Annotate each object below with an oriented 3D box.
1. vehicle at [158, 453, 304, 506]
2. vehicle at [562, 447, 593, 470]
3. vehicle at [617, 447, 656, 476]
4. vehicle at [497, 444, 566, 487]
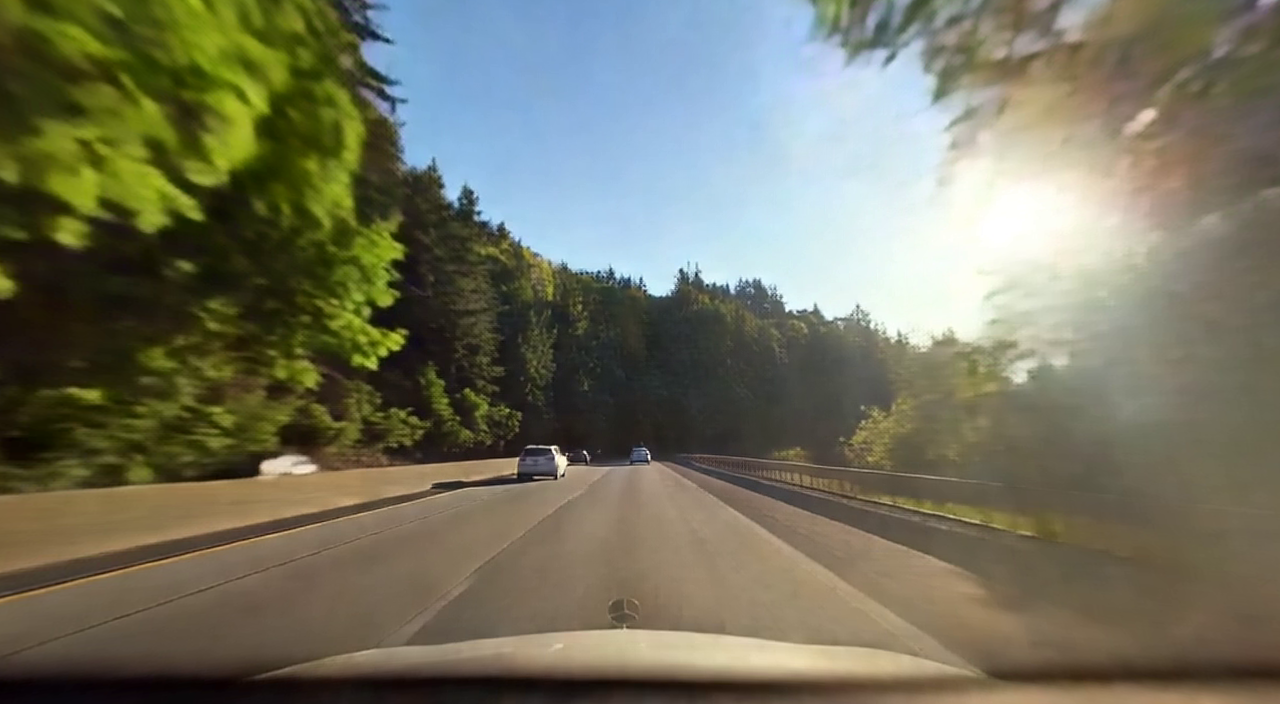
[{"bbox_3d":[-12.544,3.905,19.703,1.854,1.428,4.065,0,-9,0],"label":"vehicle"},{"bbox_3d":[-4.527,7.778,46.259,1.834,1.615,3.624,0,-9,1],"label":"vehicle"},{"bbox_3d":[-0.186,6.054,35.027,2.001,1.490,3.914,0,-9,0],"label":"vehicle"},{"bbox_3d":[-4.145,4.423,24.783,1.978,1.538,3.755,0,-9,1],"label":"vehicle"}]
